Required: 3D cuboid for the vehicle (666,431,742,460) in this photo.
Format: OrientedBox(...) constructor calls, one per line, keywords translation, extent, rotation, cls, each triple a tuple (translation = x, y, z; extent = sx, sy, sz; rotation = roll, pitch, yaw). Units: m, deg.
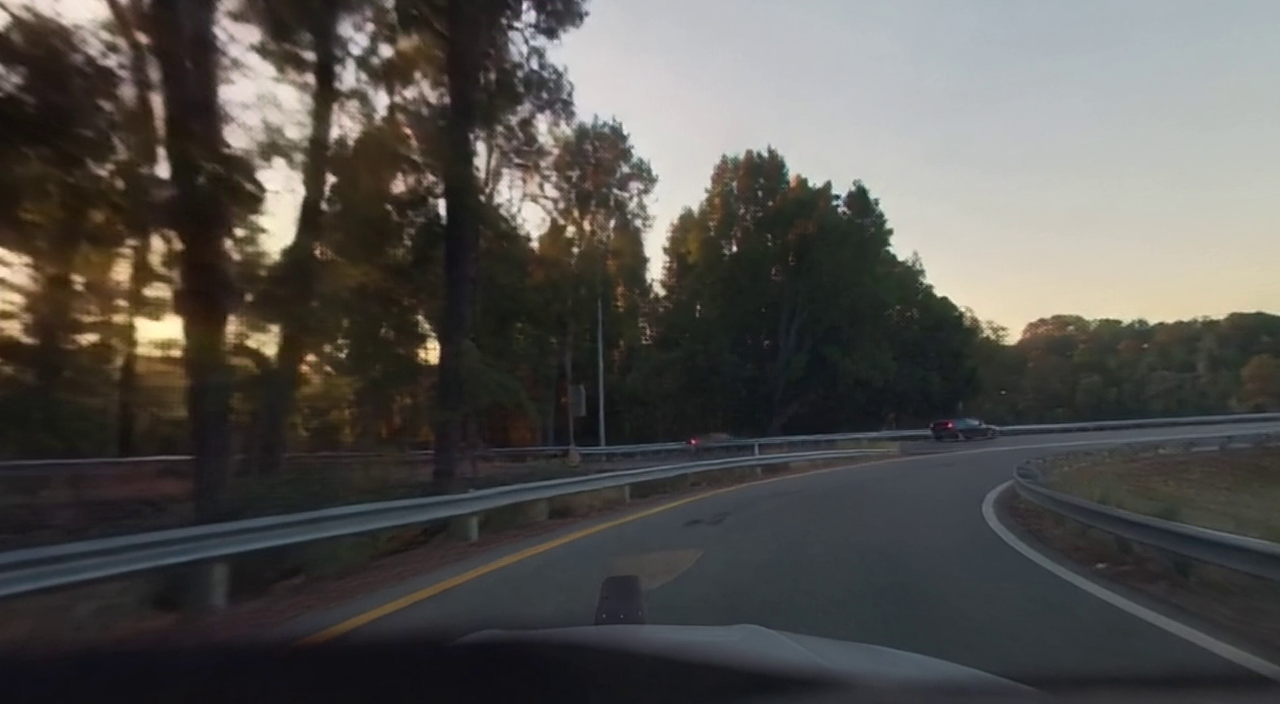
OrientedBox(translation=(3.802, 5.586, 37.614), extent=(3.990, 1.549, 1.971), rotation=(2, -12, -20), cls="vehicle")
